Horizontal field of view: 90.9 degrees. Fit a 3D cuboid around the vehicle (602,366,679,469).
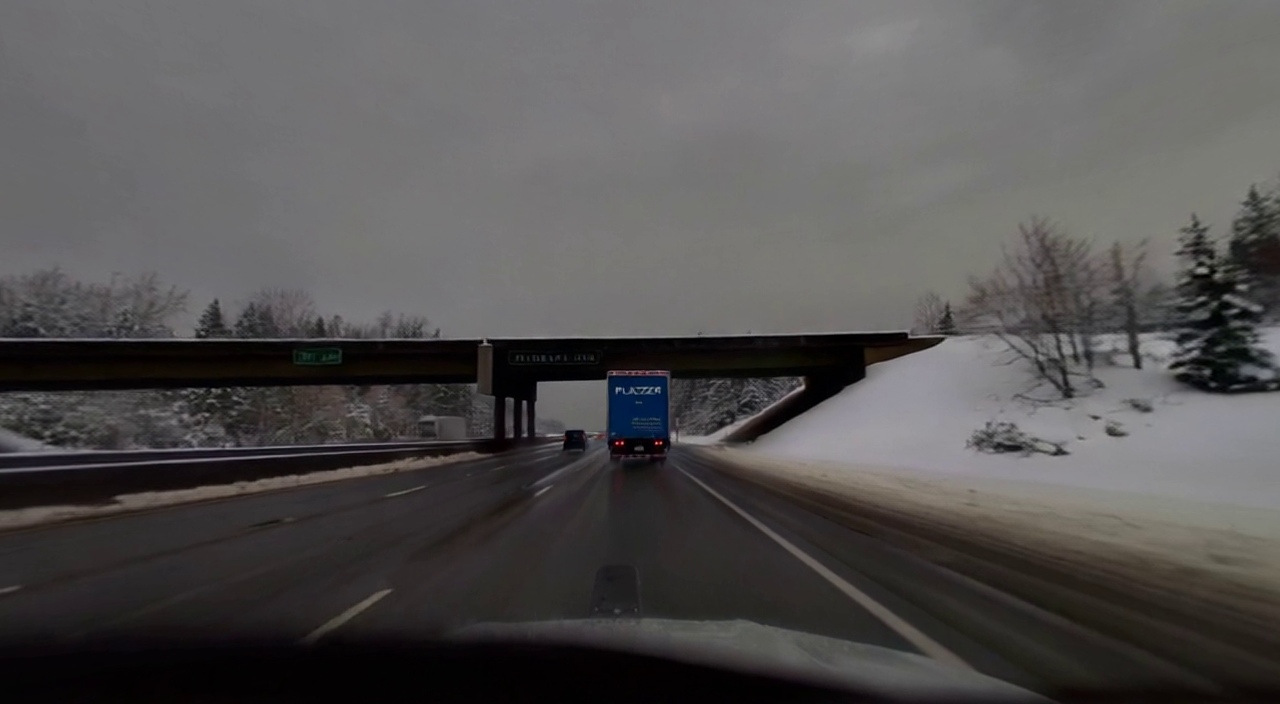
[{"bbox_3d":[-0.106,3.327,30.305,2.926,3.959,11.818,0,-8,-1],"label":"vehicle"}]
